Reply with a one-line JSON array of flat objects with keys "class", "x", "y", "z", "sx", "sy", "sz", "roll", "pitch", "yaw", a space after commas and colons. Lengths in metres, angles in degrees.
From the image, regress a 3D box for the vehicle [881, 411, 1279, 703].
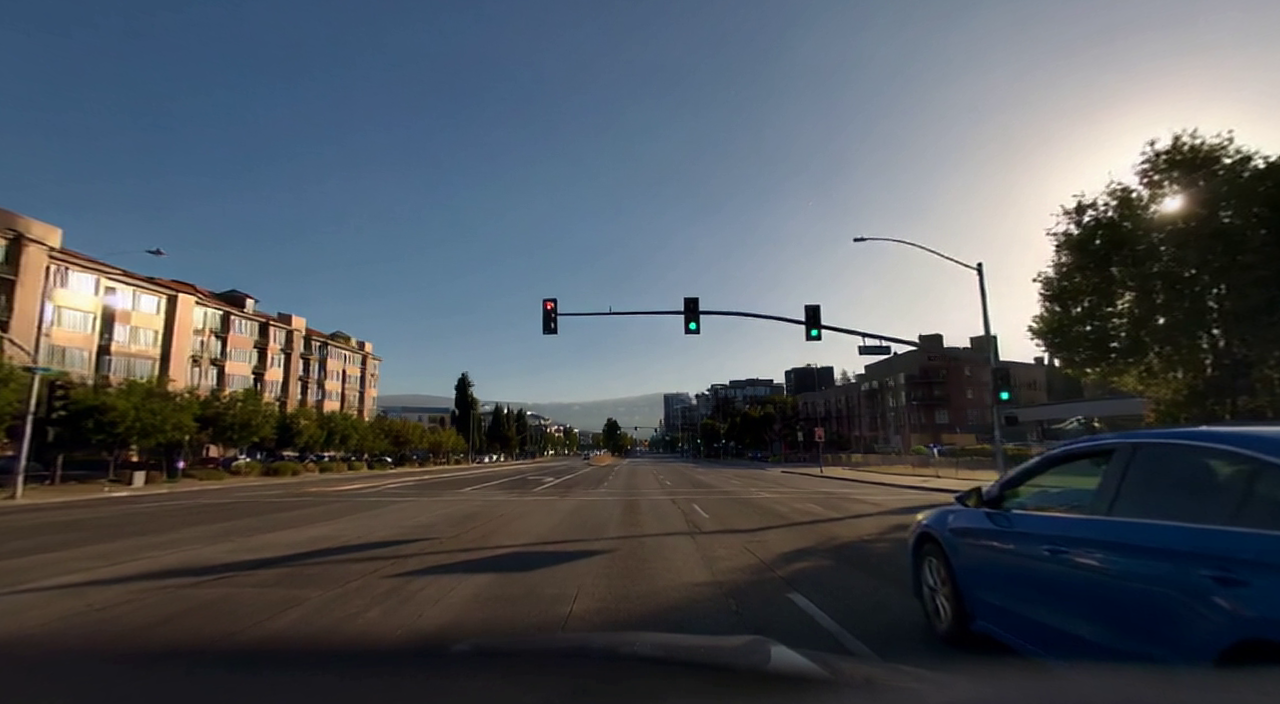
[{"class": "vehicle", "x": 3.076, "y": 1.070, "z": 3.007, "sx": 2.015, "sy": 1.455, "sz": 4.615, "roll": 0, "pitch": -9, "yaw": 0}]
